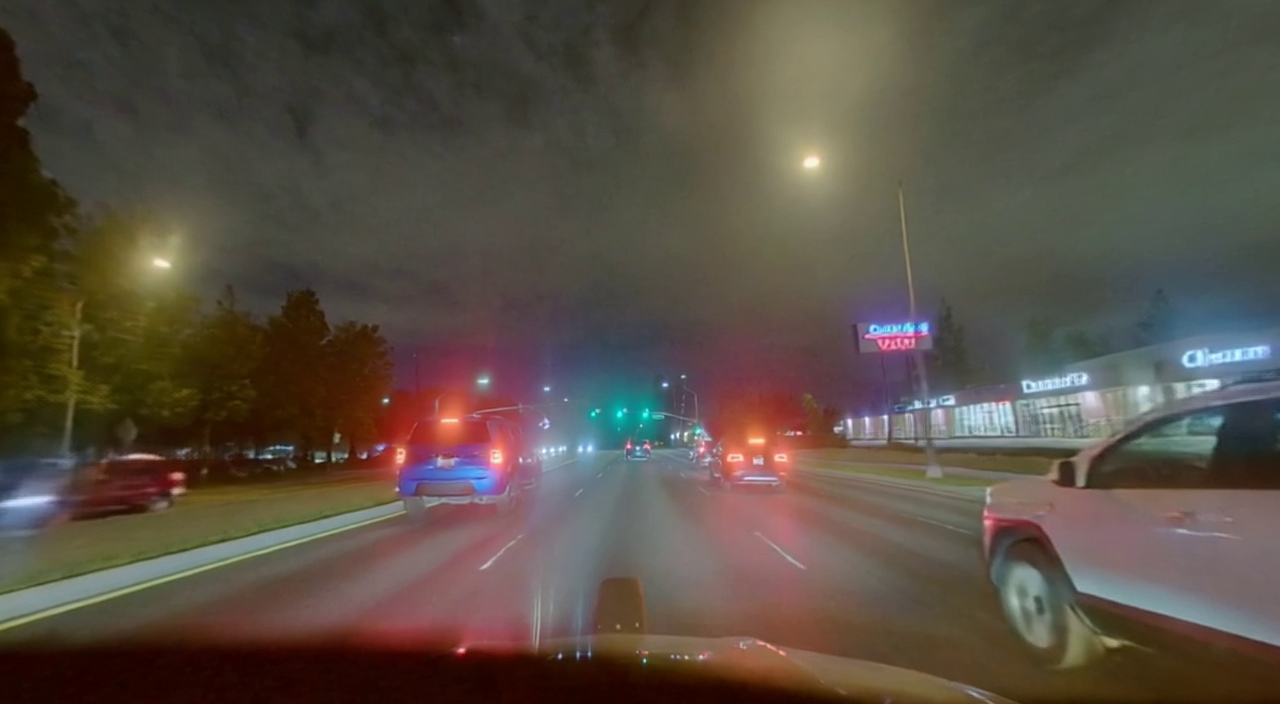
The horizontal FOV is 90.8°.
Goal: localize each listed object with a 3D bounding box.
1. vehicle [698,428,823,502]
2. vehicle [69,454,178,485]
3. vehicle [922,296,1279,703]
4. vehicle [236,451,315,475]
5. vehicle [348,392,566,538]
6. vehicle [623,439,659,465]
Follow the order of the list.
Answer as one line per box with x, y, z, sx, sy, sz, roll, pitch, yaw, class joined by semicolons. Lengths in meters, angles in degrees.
2.843;2.810;16.152;2.174;1.596;4.779;0;-8;-1;vehicle
-28.826;6.537;35.366;4.441;1.625;1.916;-1;-8;3;vehicle
2.849;0.703;1.798;2.018;1.719;4.369;0;-8;-1;vehicle
-28.030;8.562;48.721;4.862;1.478;2.057;-4;-9;-2;vehicle
-2.902;1.987;11.656;2.368;2.037;5.319;0;-8;0;vehicle
0.017;5.932;37.546;2.008;1.464;4.052;0;-8;-1;vehicle
